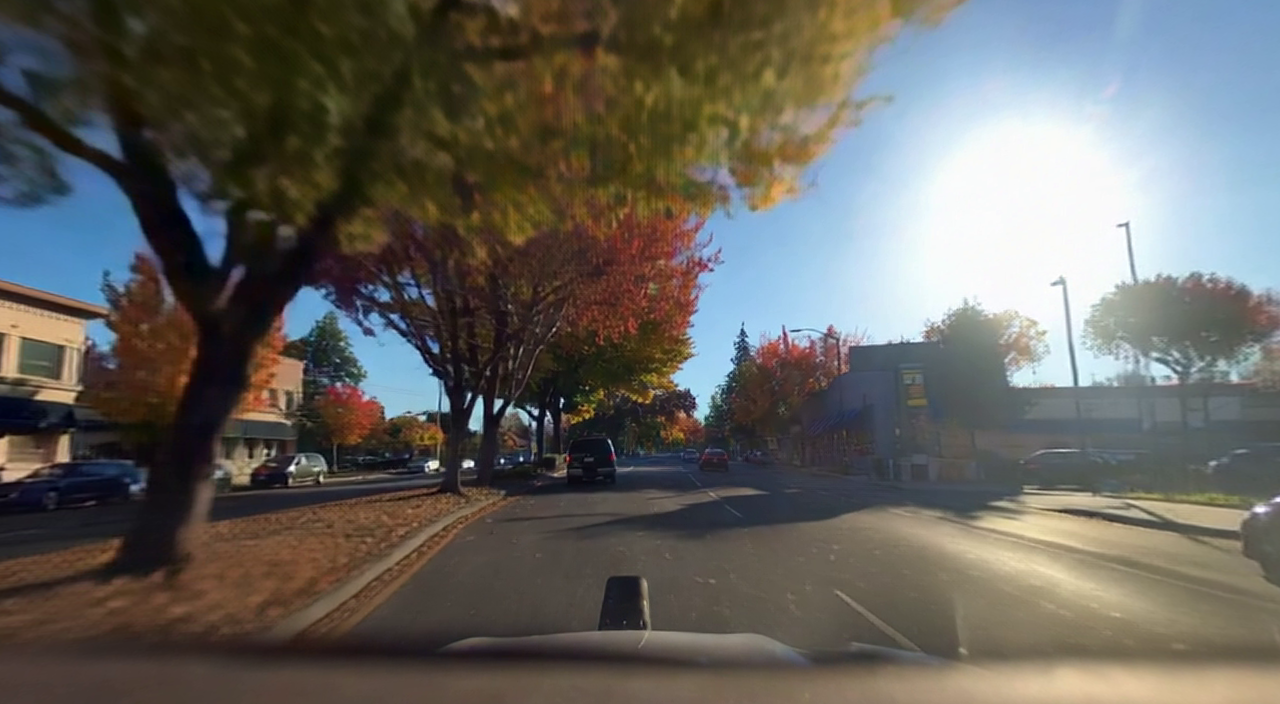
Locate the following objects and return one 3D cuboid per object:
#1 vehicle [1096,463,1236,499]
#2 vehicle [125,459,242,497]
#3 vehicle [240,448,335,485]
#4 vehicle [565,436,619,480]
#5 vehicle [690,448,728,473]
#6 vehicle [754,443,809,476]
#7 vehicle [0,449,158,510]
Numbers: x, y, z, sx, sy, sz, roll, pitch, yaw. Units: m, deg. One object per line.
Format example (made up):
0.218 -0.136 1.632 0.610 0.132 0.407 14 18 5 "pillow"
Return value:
27.994 6.857 33.697 5.680 1.772 2.071 0 -9 -2 "vehicle"
-18.890 5.207 26.350 1.737 1.349 4.014 0 -9 3 "vehicle"
-18.884 6.129 34.157 1.914 1.785 5.408 0 -8 1 "vehicle"
-2.227 4.991 29.954 2.344 1.863 4.665 0 -9 -3 "vehicle"
4.298 6.770 39.735 1.886 1.464 4.290 0 -9 0 "vehicle"
7.880 6.047 35.622 2.040 1.738 4.414 0 -9 0 "vehicle"
-19.159 4.146 21.088 2.137 1.723 4.850 0 -8 1 "vehicle"
